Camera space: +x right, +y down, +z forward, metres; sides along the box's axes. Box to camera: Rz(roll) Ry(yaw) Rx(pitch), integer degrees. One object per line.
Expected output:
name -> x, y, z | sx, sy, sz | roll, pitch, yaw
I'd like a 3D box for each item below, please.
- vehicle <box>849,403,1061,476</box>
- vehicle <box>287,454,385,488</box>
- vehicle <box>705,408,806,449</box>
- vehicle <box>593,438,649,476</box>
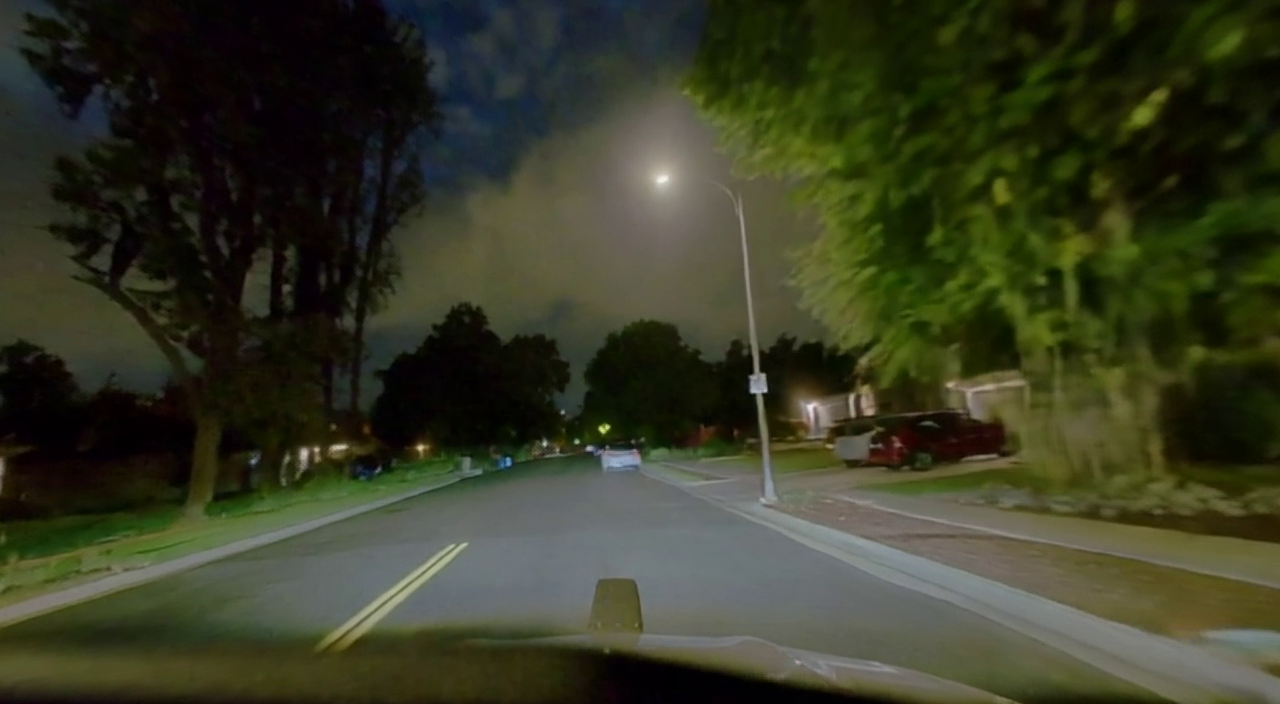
vehicle -> 7.771, 2.202, 15.869 | 4.230, 1.666, 1.978 | 0, -9, -5
vehicle -> -17.189, 6.740, 35.932 | 4.511, 1.809, 2.018 | 0, -9, -5
vehicle -> 6.150, 4.147, 34.055 | 4.861, 1.911, 2.181 | 0, -14, -5
vehicle -> -0.947, 4.670, 28.141 | 2.009, 1.506, 4.698 | 1, -9, -7
